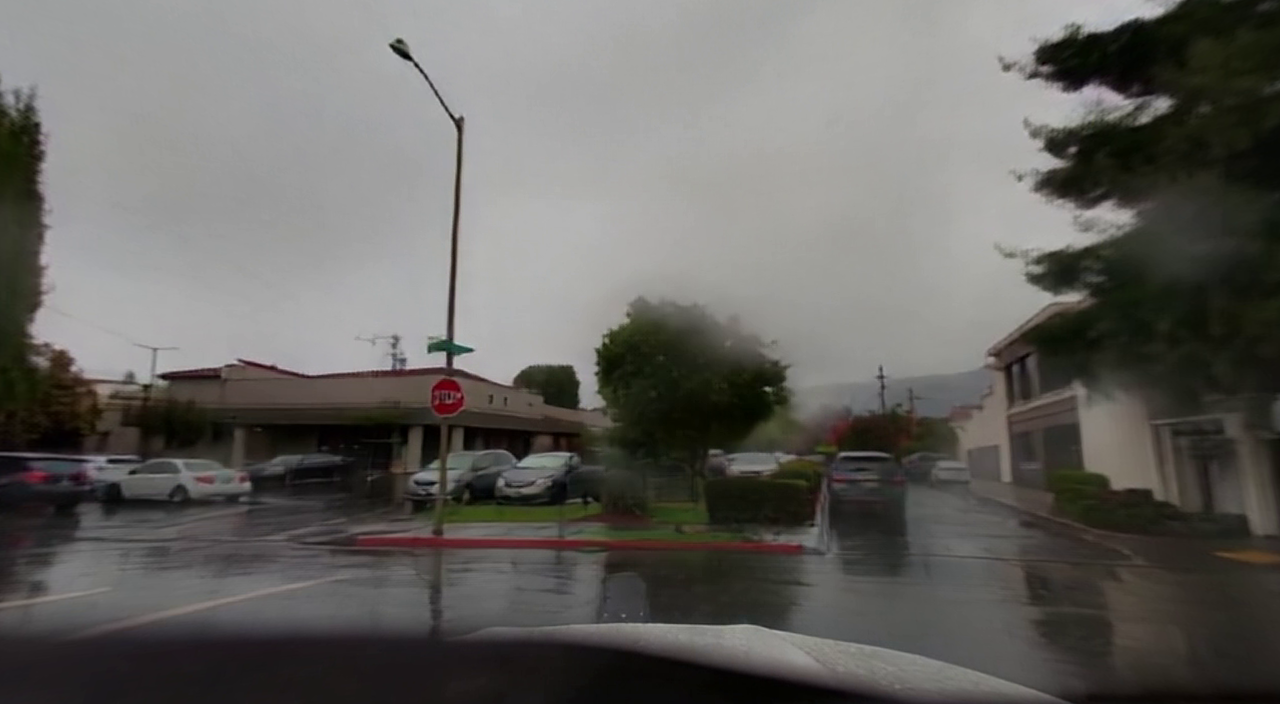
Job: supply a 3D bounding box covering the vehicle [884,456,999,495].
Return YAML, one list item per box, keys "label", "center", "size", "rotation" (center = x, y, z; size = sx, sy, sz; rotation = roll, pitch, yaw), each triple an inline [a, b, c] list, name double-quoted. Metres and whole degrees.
- label: "vehicle"
  center: [15.644, 6.367, 32.750]
  size: [5.004, 1.797, 1.946]
  rotation: [-7, -12, 41]

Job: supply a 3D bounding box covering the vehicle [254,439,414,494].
- label: "vehicle"
  center: [-19.512, 7.226, 40.146]
  size: [9.384, 3.230, 2.928]
  rotation: [-2, -9, 15]

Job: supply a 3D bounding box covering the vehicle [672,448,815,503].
- label: "vehicle"
  center: [4.225, 4.861, 25.146]
  size: [5.798, 1.920, 2.267]
  rotation: [7, -11, -37]

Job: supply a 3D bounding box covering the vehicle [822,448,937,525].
- label: "vehicle"
  center: [7.106, 3.972, 19.375]
  size: [2.305, 1.962, 5.685]
  rotation: [-1, -9, 11]

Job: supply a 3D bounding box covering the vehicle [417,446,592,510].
- label: "vehicle"
  center: [-4.058, 3.778, 19.148]
  size: [4.778, 1.753, 1.959]
  rotation: [-1, -9, 12]

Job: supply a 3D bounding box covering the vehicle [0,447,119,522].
- label: "vehicle"
  center: [-19.745, 3.958, 19.269]
  size: [6.027, 1.893, 2.282]
  rotation: [0, -8, 11]
